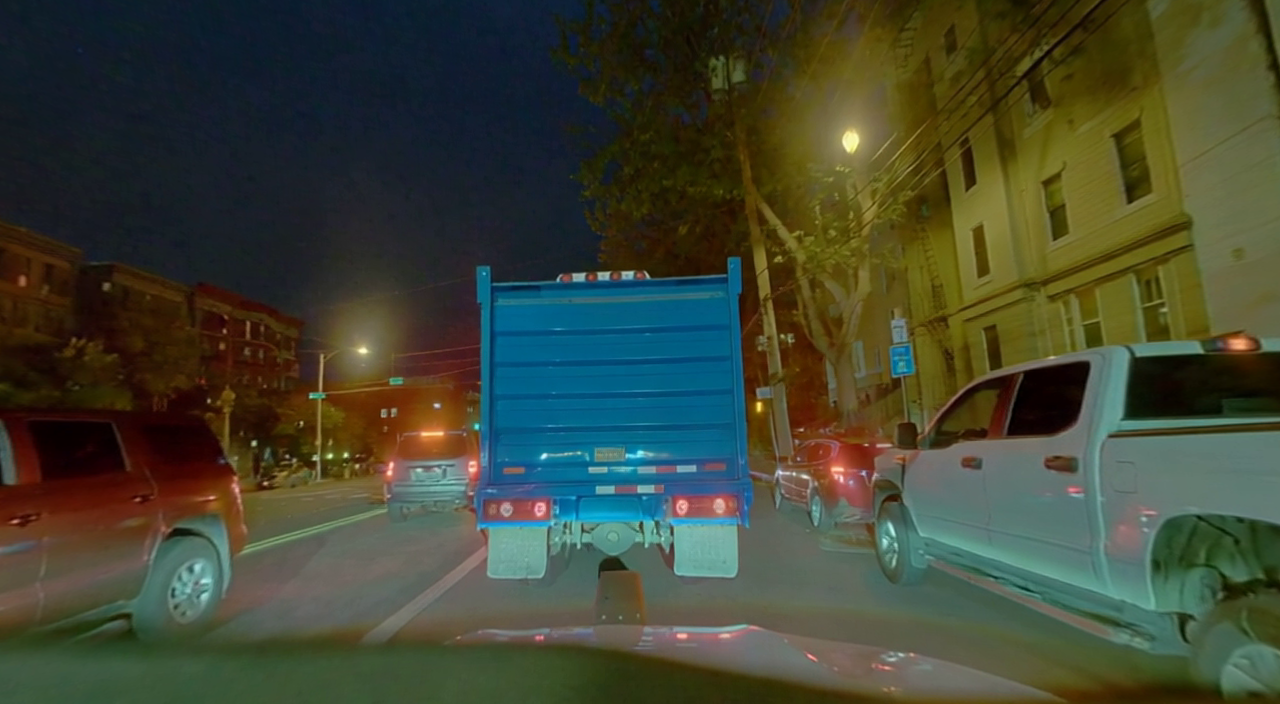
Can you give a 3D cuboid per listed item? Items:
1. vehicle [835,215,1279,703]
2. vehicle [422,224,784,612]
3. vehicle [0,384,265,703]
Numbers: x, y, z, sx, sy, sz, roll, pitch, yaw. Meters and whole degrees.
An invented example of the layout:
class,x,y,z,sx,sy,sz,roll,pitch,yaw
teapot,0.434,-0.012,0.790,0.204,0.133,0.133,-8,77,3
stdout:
class,x,y,z,sx,sy,sz,roll,pitch,yaw
vehicle,3.231,0.837,3.949,2.242,1.979,5.722,0,-8,1
vehicle,-0.246,1.088,9.327,2.878,3.204,8.244,0,-8,1
vehicle,-4.124,0.969,2.920,1.988,1.657,4.492,0,-8,0
